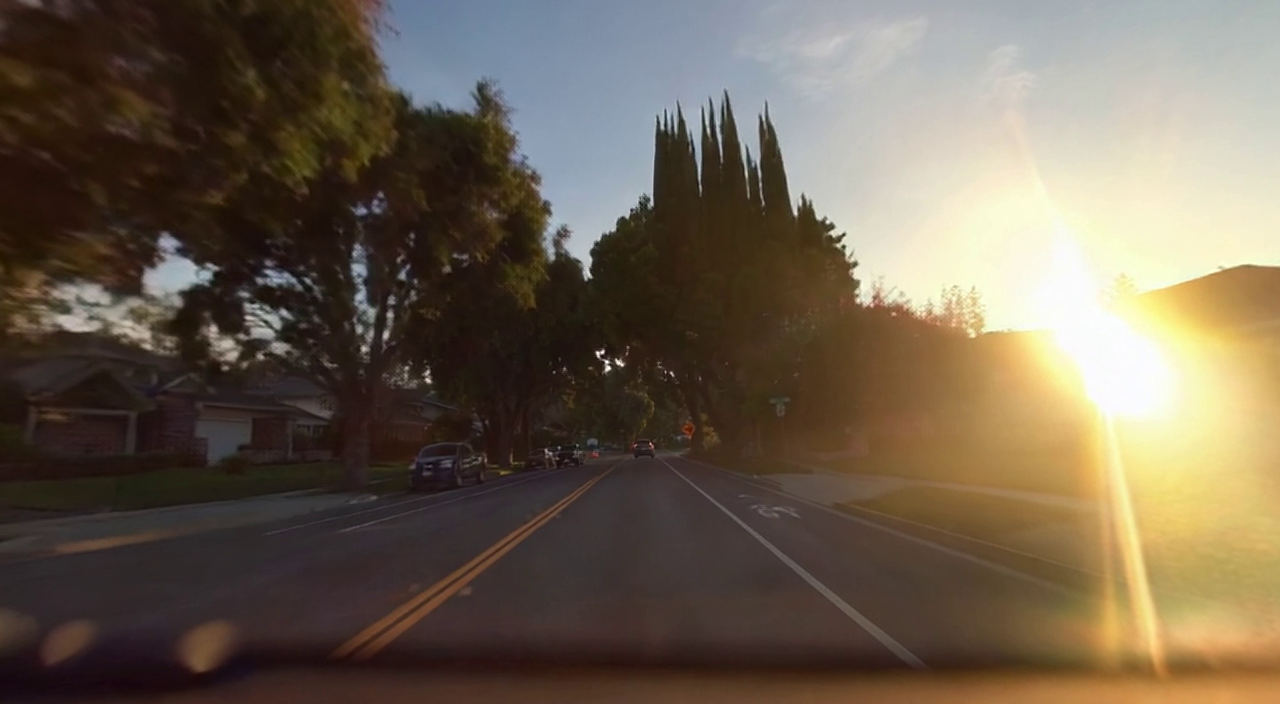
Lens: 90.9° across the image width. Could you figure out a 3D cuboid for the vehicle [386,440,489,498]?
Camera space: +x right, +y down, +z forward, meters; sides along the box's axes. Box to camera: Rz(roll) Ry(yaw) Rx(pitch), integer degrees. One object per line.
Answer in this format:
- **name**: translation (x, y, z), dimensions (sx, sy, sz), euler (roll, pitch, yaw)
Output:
- **vehicle**: translation (-8.227, 4.745, 26.351), dimensions (2.422, 1.855, 6.165), euler (-4, -7, -2)
